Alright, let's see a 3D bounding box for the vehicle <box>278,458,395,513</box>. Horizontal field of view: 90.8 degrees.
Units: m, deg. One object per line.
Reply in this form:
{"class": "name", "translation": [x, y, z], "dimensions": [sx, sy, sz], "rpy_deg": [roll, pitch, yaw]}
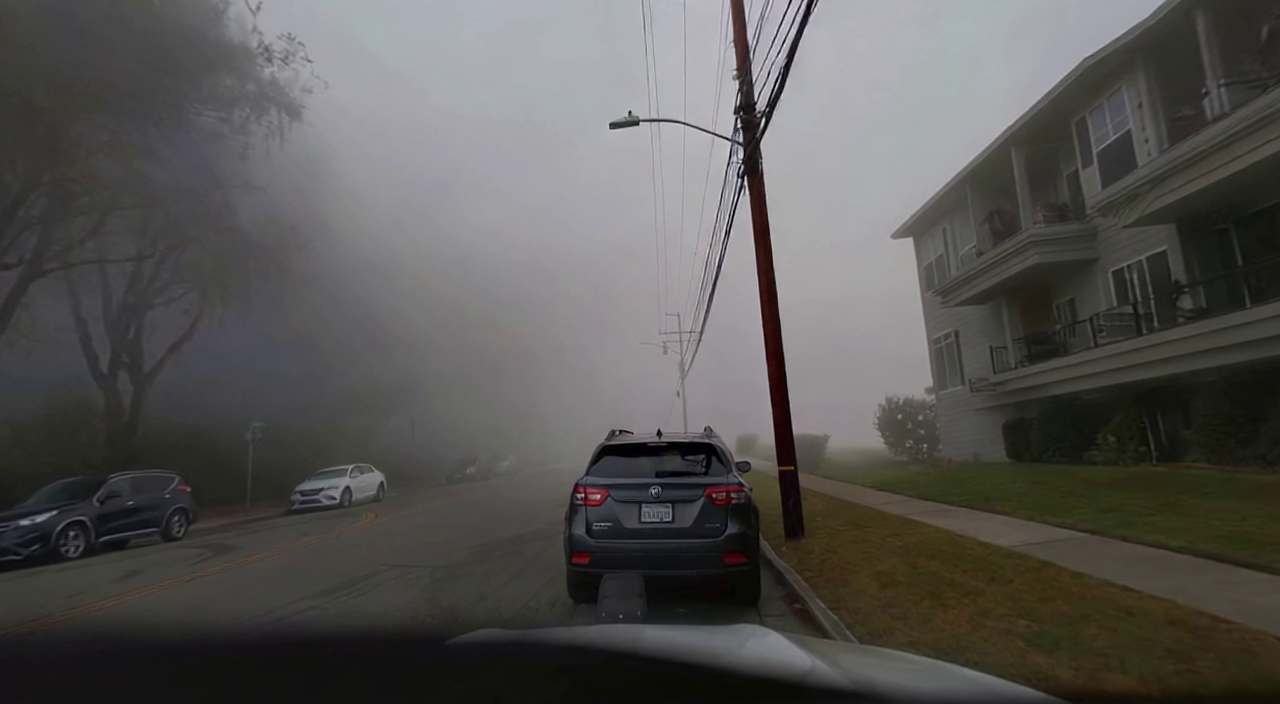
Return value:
{"class": "vehicle", "translation": [-11.468, 5.045, 24.275], "dimensions": [2.017, 1.582, 4.664], "rpy_deg": [-7, -9, 2]}

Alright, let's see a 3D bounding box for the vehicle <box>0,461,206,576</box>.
{"class": "vehicle", "translation": [-11.297, 3.221, 12.645], "dimensions": [2.068, 1.745, 4.579], "rpy_deg": [-7, -9, -1]}

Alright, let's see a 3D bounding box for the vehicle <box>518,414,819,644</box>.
{"class": "vehicle", "translation": [0.281, 1.549, 6.696], "dimensions": [2.030, 1.535, 4.683], "rpy_deg": [-1, -8, 2]}

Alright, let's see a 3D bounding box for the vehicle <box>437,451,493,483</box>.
{"class": "vehicle", "translation": [-10.859, 7.150, 39.555], "dimensions": [2.011, 1.801, 4.676], "rpy_deg": [-1, -8, 1]}
